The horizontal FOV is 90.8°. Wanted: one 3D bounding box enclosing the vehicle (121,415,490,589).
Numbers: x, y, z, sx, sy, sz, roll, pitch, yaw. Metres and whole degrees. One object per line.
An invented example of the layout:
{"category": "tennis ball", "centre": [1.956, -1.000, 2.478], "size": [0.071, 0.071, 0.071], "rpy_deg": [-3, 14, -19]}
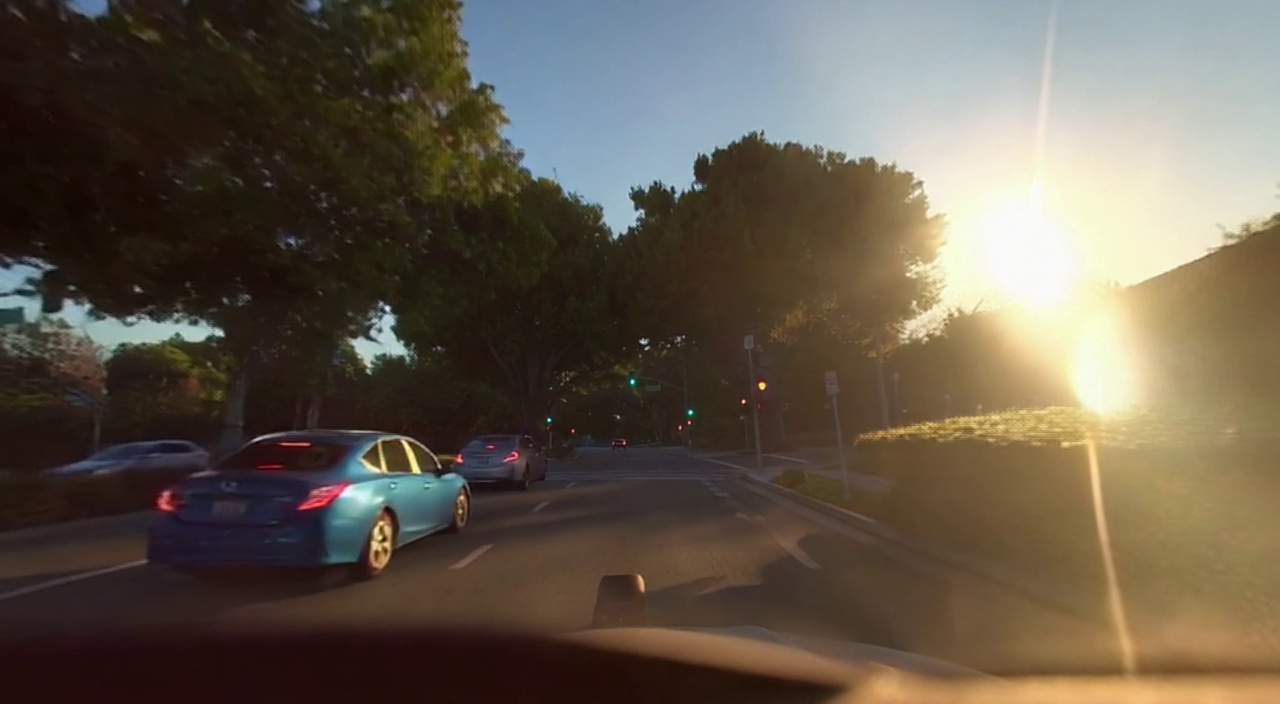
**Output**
{"category": "vehicle", "centre": [-3.466, 1.650, 7.883], "size": [2.038, 1.486, 4.678], "rpy_deg": [0, -8, 0]}

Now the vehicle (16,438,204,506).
{"category": "vehicle", "centre": [-13.958, 3.136, 16.995], "size": [1.804, 1.578, 3.876], "rpy_deg": [0, -8, -4]}
